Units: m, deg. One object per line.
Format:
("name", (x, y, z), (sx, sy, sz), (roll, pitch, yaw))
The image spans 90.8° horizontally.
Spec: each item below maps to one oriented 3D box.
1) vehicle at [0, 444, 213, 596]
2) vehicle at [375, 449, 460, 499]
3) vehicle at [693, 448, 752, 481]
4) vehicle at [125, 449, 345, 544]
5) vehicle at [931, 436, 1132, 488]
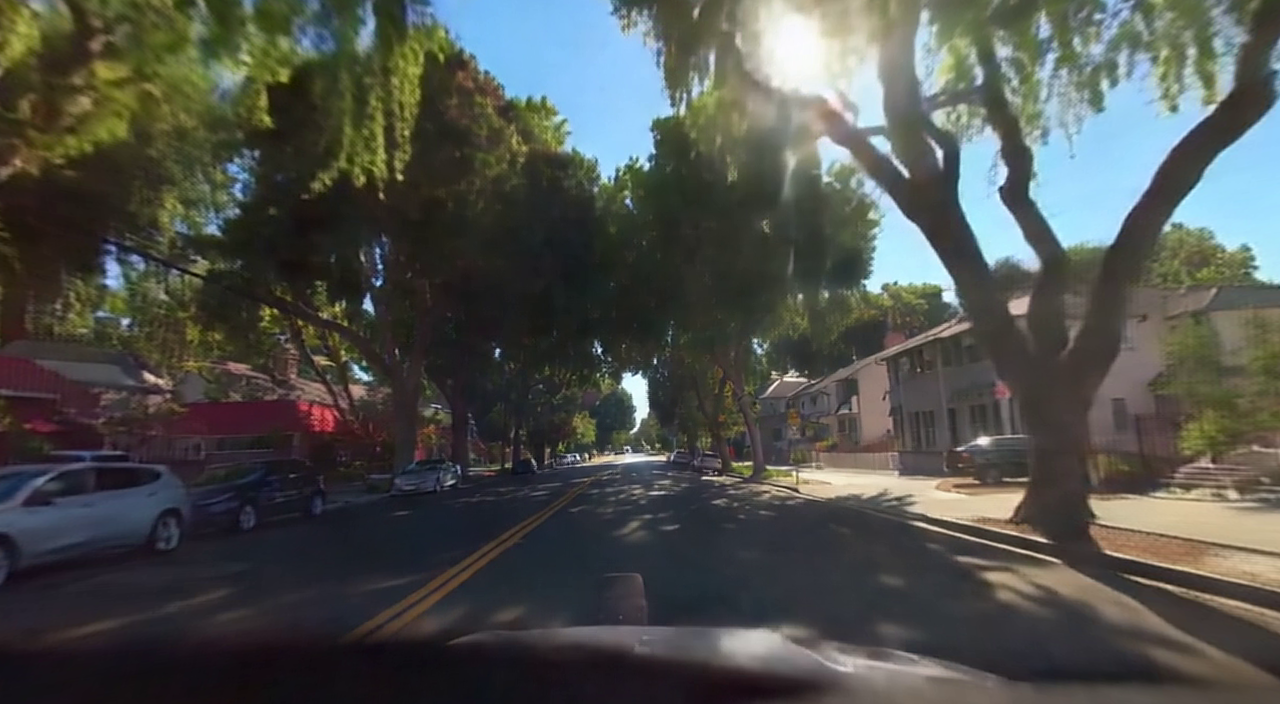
("vehicle", (-8.574, 2.206, 8.914), (1.975, 1.775, 4.509), (0, -8, -1))
("vehicle", (-8.815, 4.847, 25.466), (1.970, 1.785, 4.274), (0, -8, -2))
("vehicle", (4.158, 5.737, 32.566), (2.052, 1.476, 4.438), (-2, -9, -4))
("vehicle", (-8.584, 3.026, 13.998), (1.913, 1.723, 4.318), (0, -8, 1))
("vehicle", (11.748, 3.323, 19.248), (4.716, 1.480, 2.023), (0, -8, 1))
